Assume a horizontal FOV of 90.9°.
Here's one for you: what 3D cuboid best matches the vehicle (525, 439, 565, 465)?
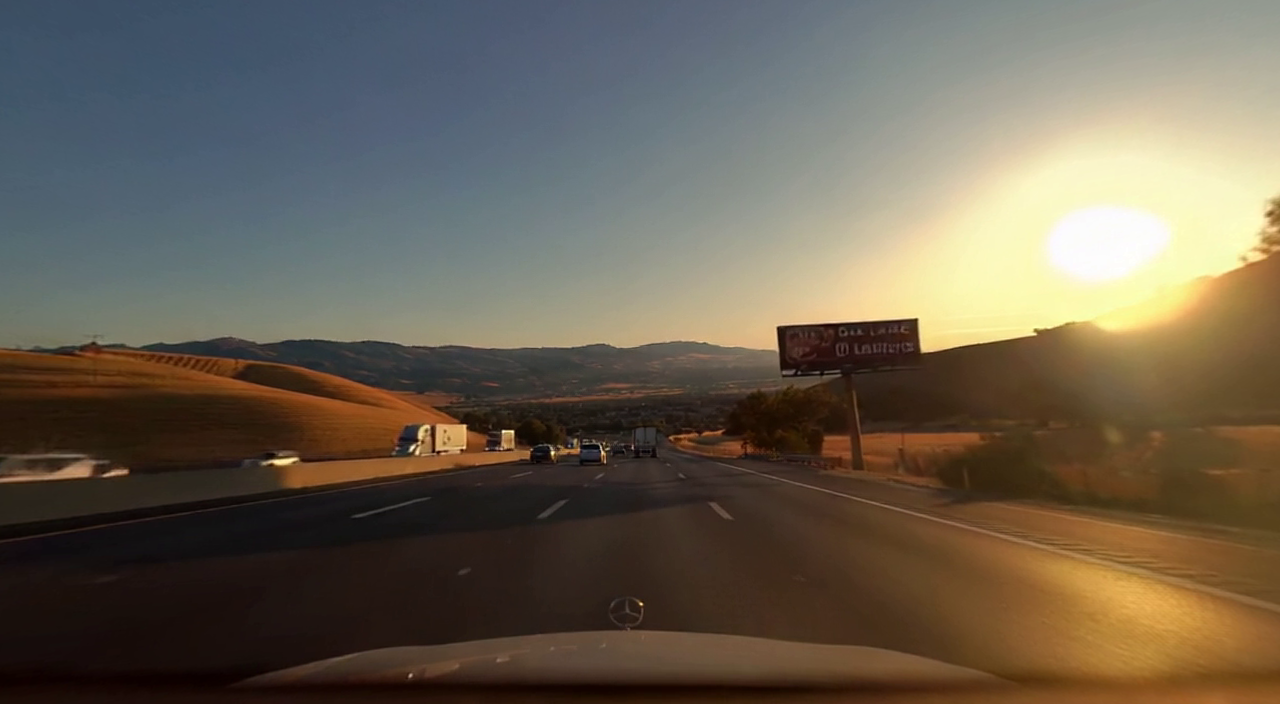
[{"bbox_3d":[-6.640,7.042,44.590,2.062,1.708,4.458,0,-8,2],"label":"vehicle"}]

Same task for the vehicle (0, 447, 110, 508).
[{"bbox_3d":[-17.241,3.320,16.844,1.949,1.507,4.826,0,-8,1],"label":"vehicle"}]

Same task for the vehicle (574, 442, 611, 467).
[{"bbox_3d":[-3.042,6.712,41.429,2.042,1.532,4.396,0,-8,0],"label":"vehicle"}]

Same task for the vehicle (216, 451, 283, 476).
[{"bbox_3d":[-28.834,8.215,46.761,1.993,1.710,4.553,0,-8,0],"label":"vehicle"}]
